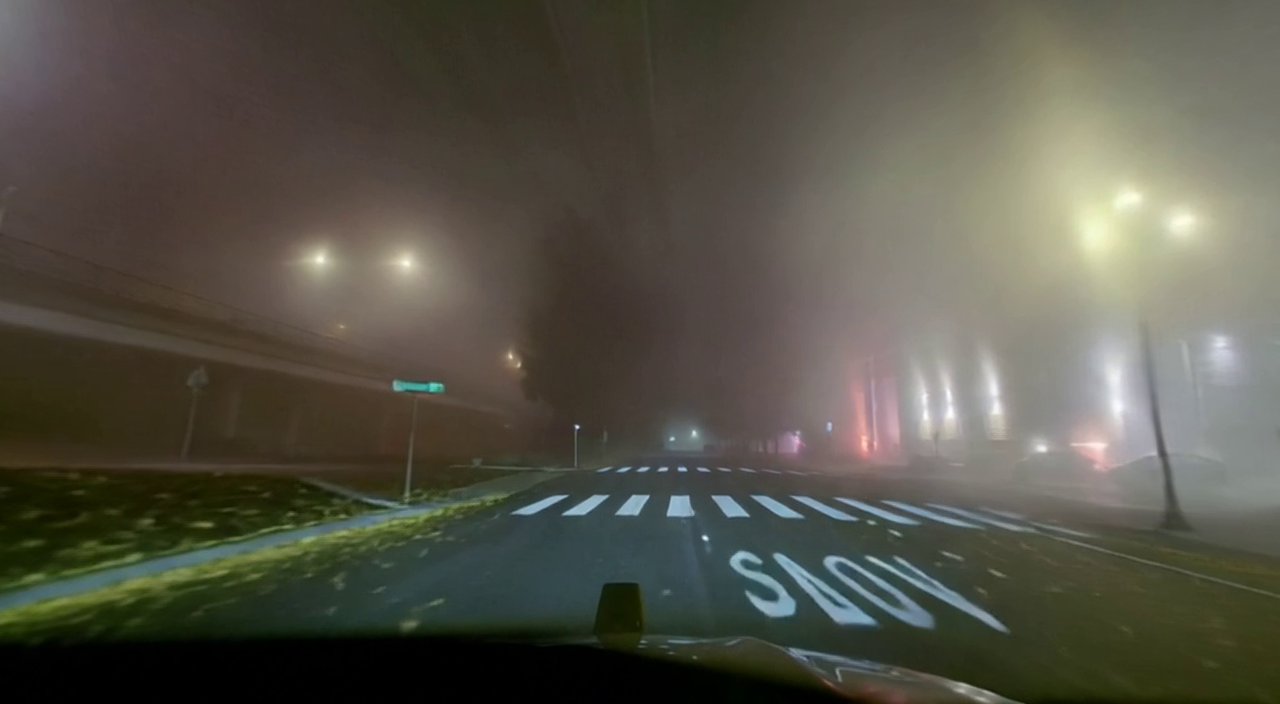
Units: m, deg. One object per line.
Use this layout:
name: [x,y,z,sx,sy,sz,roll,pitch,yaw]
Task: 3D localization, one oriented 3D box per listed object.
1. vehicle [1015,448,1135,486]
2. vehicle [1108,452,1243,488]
vehicle: [21.161,5.537,30.771,2.066,1.654,4.269,7,-10,-36]
vehicle: [25.116,5.487,29.674,1.842,1.508,4.412,7,-10,-36]
